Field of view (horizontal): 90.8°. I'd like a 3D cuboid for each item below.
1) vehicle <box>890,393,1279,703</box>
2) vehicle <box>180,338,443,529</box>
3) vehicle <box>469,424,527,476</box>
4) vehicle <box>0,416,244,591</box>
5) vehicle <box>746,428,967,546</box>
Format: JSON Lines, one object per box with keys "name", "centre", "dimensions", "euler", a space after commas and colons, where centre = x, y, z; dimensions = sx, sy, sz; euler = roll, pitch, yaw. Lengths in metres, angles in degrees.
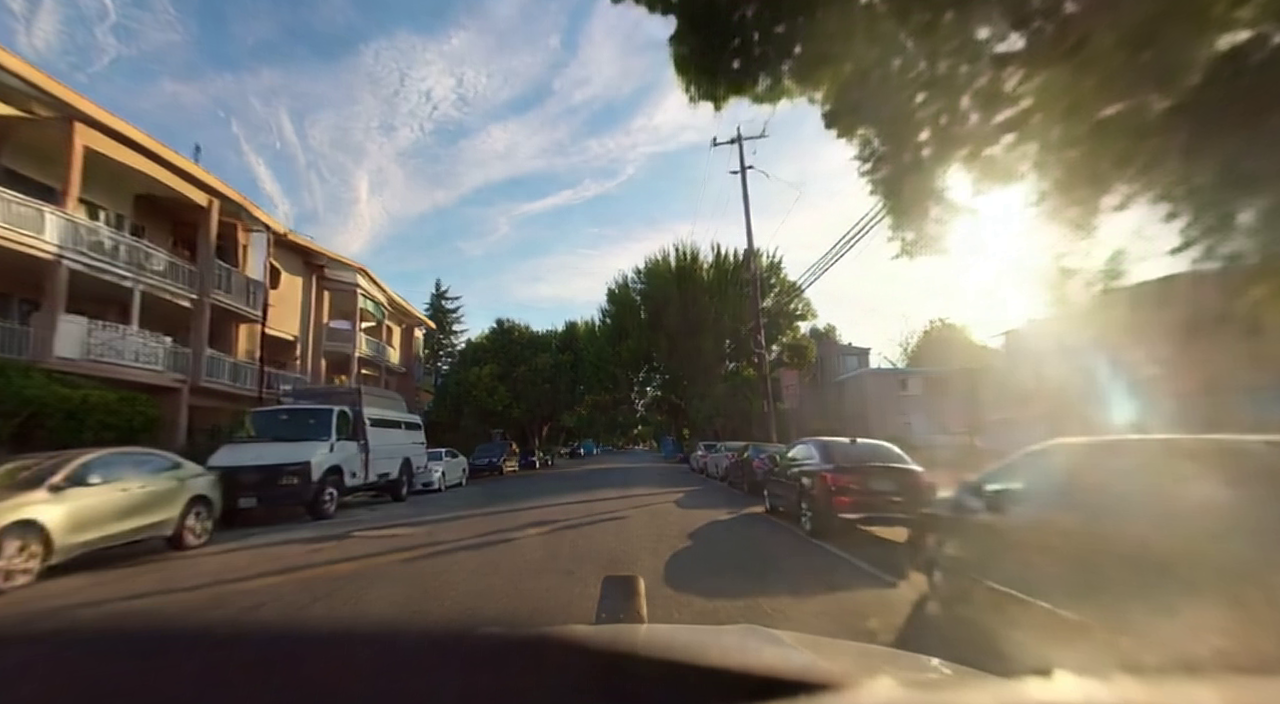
{"name": "vehicle", "centre": [3.688, 1.194, 4.275], "dimensions": [2.028, 1.555, 4.595], "euler": [0, -9, -1]}
{"name": "vehicle", "centre": [-7.515, 2.064, 15.839], "dimensions": [2.901, 3.610, 6.707], "euler": [-3, -8, 1]}
{"name": "vehicle", "centre": [-7.194, 5.001, 32.373], "dimensions": [1.889, 2.463, 4.142], "euler": [0, -9, 1]}
{"name": "vehicle", "centre": [-7.695, 1.909, 8.434], "dimensions": [1.955, 1.804, 4.523], "euler": [-3, -9, -1]}
{"name": "vehicle", "centre": [3.346, 2.195, 11.038], "dimensions": [2.057, 1.554, 4.905], "euler": [0, -9, -1]}
